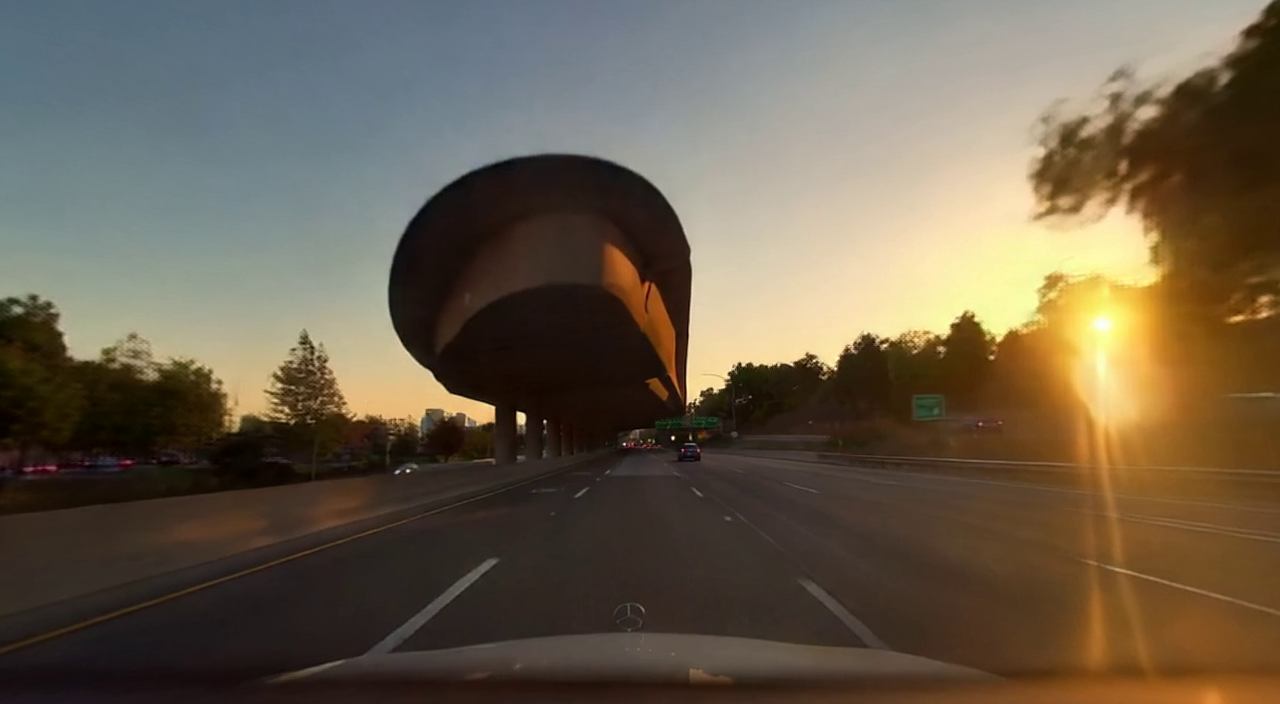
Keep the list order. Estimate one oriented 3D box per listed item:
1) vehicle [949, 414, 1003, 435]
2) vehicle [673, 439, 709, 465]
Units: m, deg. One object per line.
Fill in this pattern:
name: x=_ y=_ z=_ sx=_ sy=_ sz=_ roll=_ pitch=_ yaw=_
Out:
vehicle: x=26.463 y=5.766 z=49.789 sx=1.887 sy=1.537 sz=3.996 roll=0 pitch=-8 yaw=-2
vehicle: x=3.649 y=7.256 z=45.708 sx=2.099 sy=1.748 sz=4.331 roll=0 pitch=-9 yaw=-2
